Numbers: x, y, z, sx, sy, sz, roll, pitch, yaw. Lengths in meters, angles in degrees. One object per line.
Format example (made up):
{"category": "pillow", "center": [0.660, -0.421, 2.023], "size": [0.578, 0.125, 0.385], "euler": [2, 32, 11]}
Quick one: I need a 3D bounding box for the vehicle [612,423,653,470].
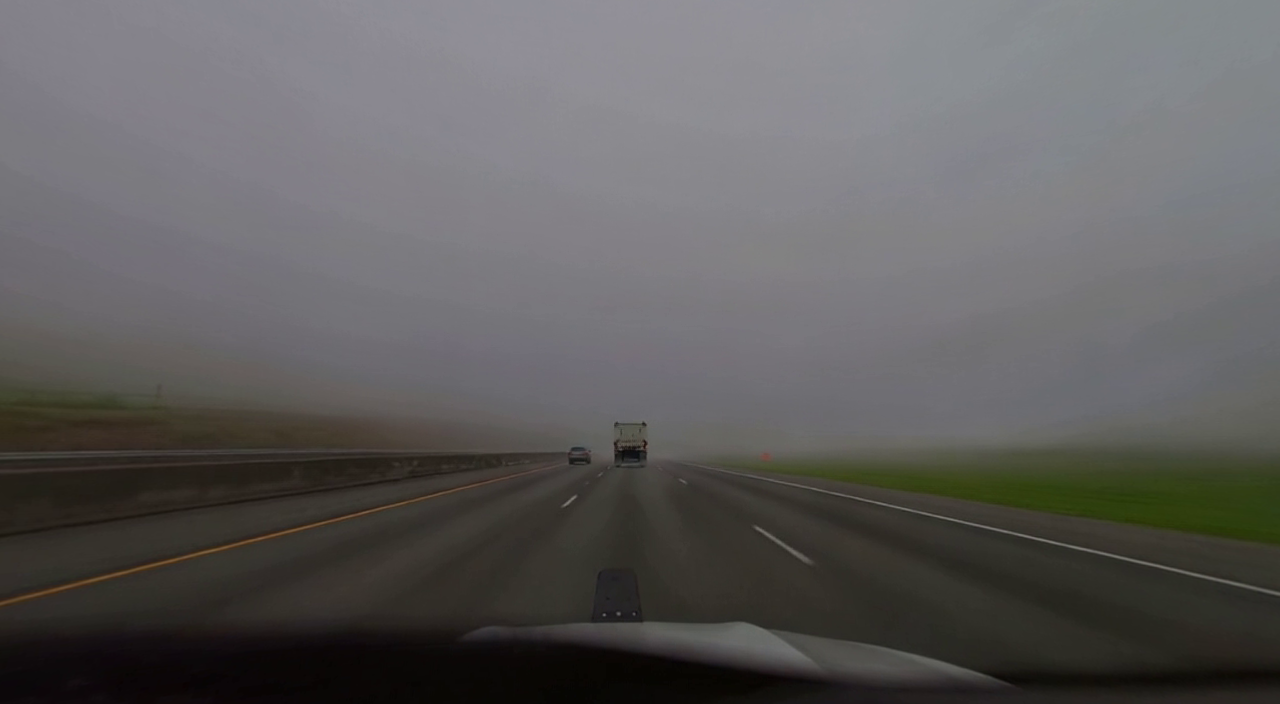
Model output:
{"category": "vehicle", "center": [-0.552, 6.722, 45.021], "size": [2.672, 3.056, 6.900], "euler": [0, -9, -1]}
